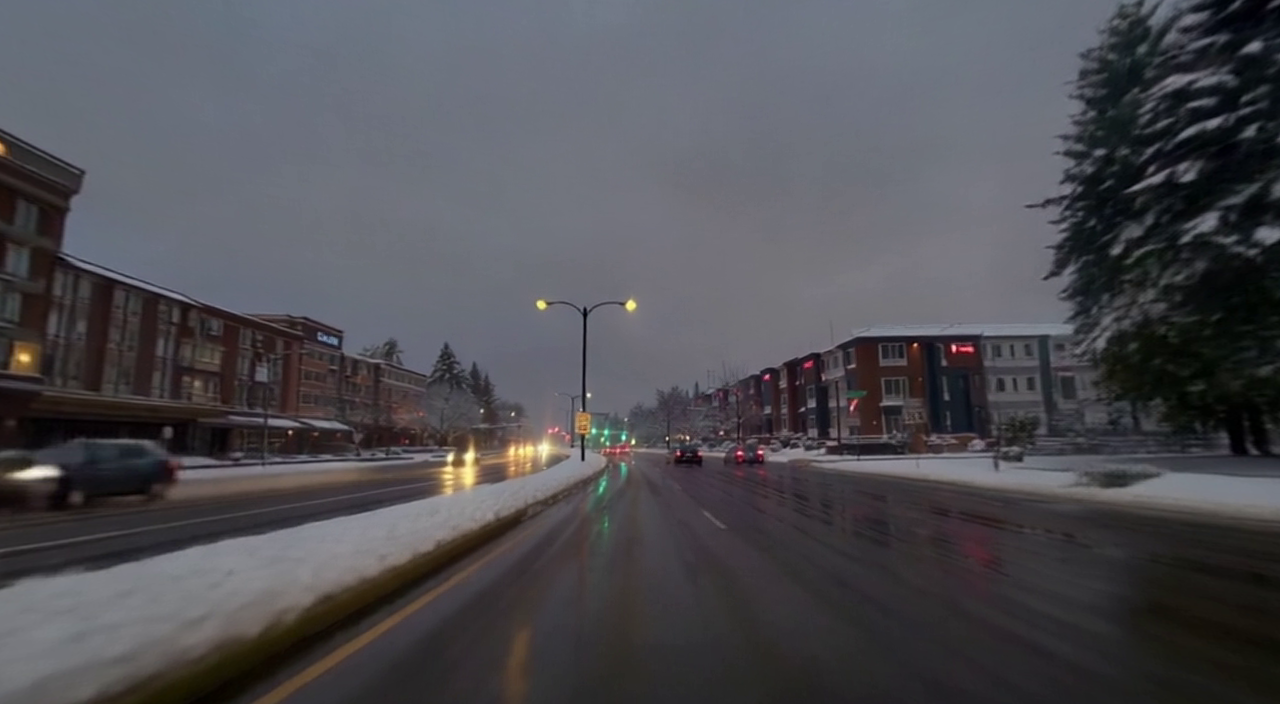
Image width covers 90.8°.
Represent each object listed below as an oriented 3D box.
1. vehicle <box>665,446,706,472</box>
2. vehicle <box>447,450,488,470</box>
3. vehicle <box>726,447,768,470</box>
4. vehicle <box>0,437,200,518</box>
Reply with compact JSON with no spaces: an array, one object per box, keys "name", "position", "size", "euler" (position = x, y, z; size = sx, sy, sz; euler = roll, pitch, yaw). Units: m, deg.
[{"name":"vehicle","position":[2.794,6.728,39.893],"size":[2.020,1.479,4.650],"euler":[0,-9,-3]},{"name":"vehicle","position":[-13.387,8.427,49.393],"size":[1.946,1.441,4.661],"euler":[0,-9,-1]},{"name":"vehicle","position":[7.052,7.053,42.075],"size":[1.932,1.439,4.159],"euler":[0,-9,-3]},{"name":"vehicle","position":[-13.473,2.998,15.632],"size":[1.953,1.688,4.435],"euler":[0,-9,0]}]
